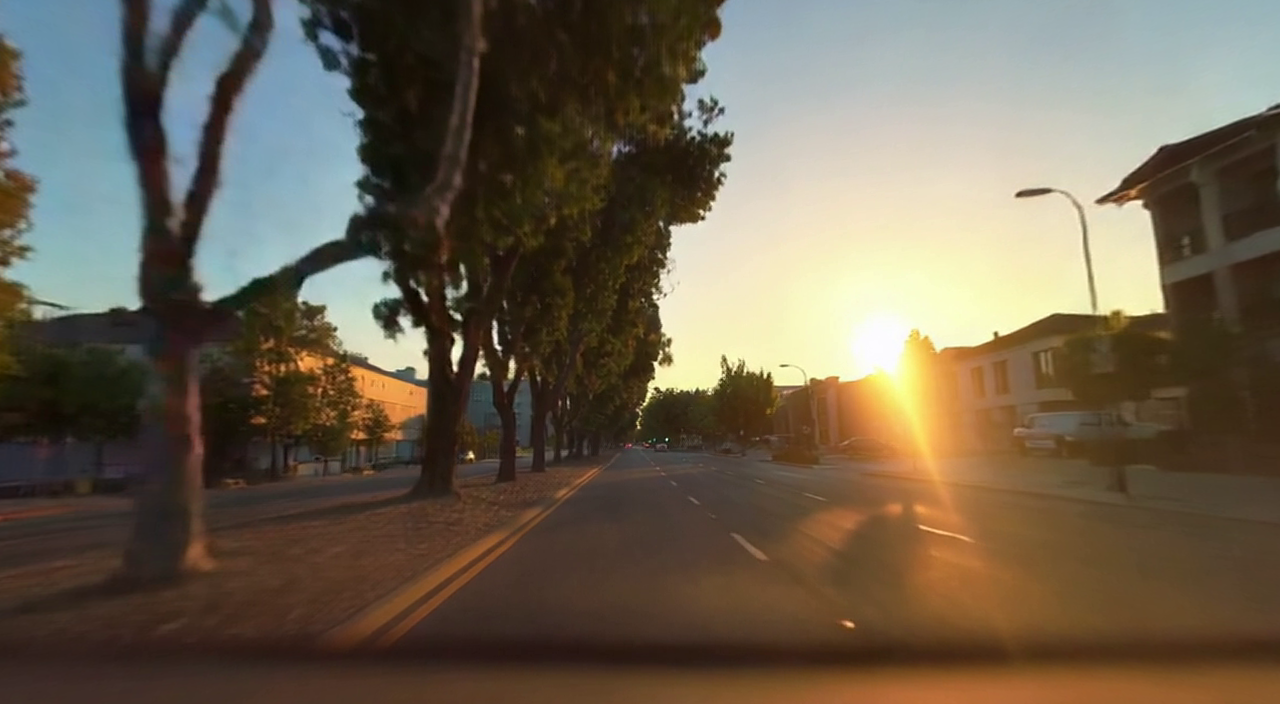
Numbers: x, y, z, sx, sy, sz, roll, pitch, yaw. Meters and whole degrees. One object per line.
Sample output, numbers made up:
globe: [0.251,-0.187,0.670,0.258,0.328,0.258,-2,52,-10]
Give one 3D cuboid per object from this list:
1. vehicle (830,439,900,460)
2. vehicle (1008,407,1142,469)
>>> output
vehicle: [16.924,7.351,47.645,4.505,1.498,2.068,0,-8,-3]
vehicle: [21.690,4.386,31.988,2.400,2.851,5.992,0,-8,0]
